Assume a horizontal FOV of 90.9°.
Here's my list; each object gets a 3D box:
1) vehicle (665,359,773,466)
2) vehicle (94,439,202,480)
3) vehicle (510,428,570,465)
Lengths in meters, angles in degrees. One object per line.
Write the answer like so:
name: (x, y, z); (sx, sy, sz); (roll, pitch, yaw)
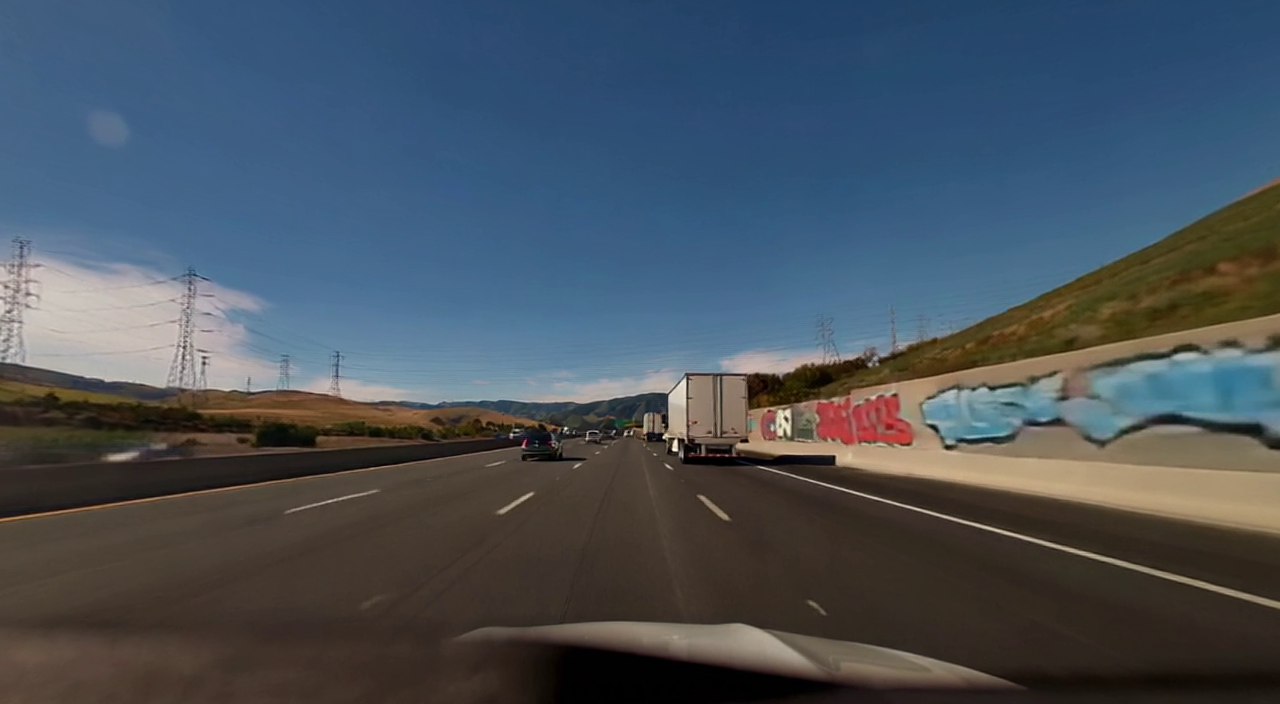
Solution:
vehicle: (3.062, 2.922, 28.315); (3.060, 3.842, 11.095); (0, -8, -2)
vehicle: (-19.967, 4.341, 25.765); (1.740, 1.510, 3.273); (0, -8, -1)
vehicle: (-4.313, 4.125, 27.859); (1.965, 1.486, 4.448); (0, -8, 0)
